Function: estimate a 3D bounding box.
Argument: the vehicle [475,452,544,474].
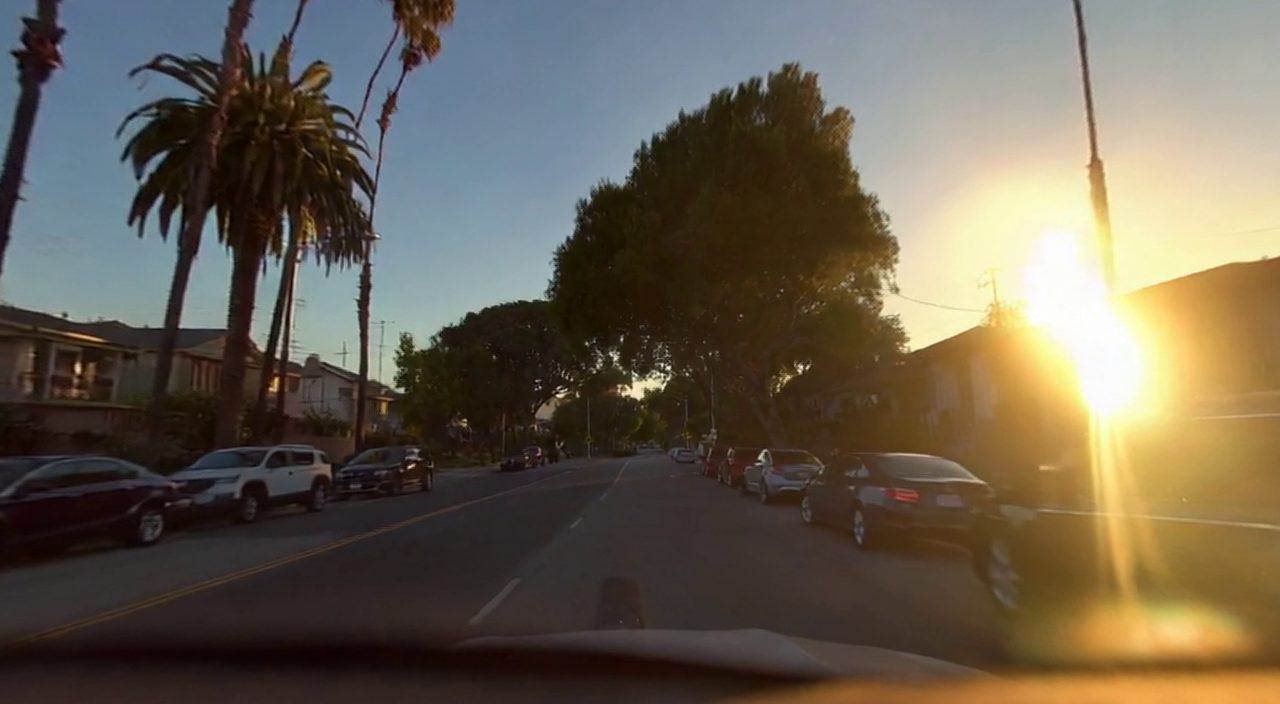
[{"bbox_3d":[-9.162,7.752,44.332,4.419,1.486,1.808,3,-9,-21],"label":"vehicle"}]

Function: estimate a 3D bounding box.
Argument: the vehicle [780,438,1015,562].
[{"bbox_3d":[3.652,2.147,10.036,1.819,1.487,4.537,0,-8,0],"label":"vehicle"}]

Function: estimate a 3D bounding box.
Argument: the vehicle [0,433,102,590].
[{"bbox_3d":[-9.093,1.786,7.191,4.009,1.712,1.895,4,-9,-25],"label":"vehicle"}]

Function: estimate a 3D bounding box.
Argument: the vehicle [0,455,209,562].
[{"bbox_3d":[-9.350,2.382,9.938,3.867,1.471,1.852,4,-9,-23],"label":"vehicle"}]

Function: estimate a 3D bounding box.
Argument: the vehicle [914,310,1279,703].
[{"bbox_3d":[3.786,0.931,3.624,2.121,1.929,4.763,1,-8,-2],"label":"vehicle"}]
